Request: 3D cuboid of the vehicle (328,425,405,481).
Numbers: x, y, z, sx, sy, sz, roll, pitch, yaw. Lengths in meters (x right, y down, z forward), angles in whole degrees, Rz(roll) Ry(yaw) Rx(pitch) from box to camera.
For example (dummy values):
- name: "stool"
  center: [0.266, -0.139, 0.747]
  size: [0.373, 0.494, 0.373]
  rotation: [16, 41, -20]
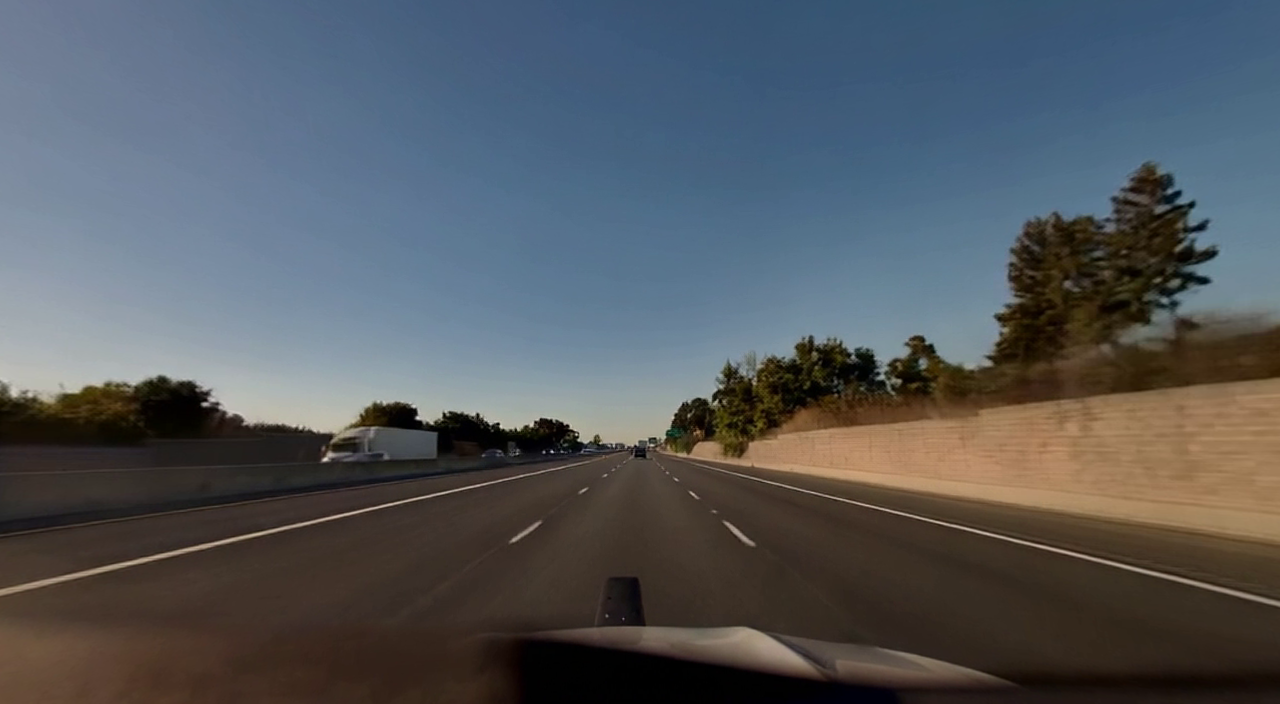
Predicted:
- name: "vehicle"
  center: [-19.428, 7.209, 45.170]
  size: [2.894, 3.573, 5.913]
  rotation: [-3, -9, 0]
